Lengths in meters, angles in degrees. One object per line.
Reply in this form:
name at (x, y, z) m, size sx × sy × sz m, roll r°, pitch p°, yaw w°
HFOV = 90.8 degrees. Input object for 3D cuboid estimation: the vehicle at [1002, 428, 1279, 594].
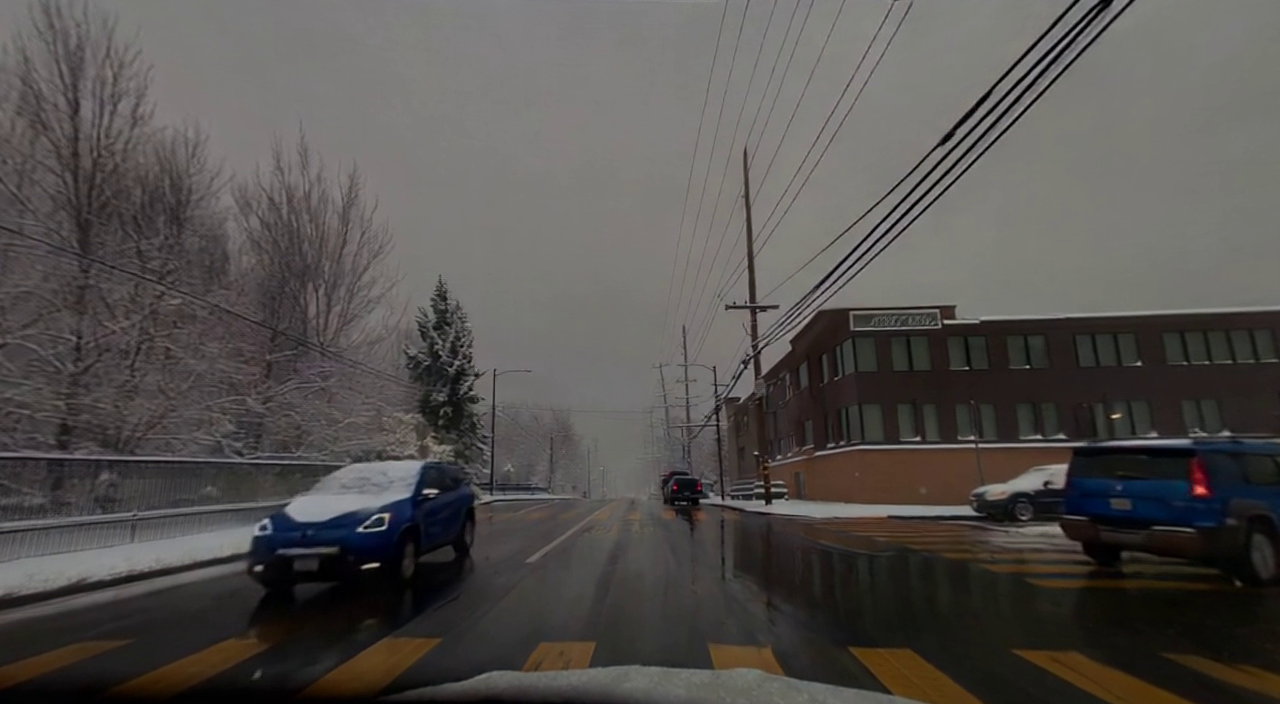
vehicle at (7.913, 2.016, 8.872) m, size 4.872 × 1.789 × 2.214 m, roll 3°, pitch -9°, yaw -21°

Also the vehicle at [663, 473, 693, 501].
vehicle at (2.822, 10.165, 47.850) m, size 1.953 × 1.774 × 5.008 m, roll 0°, pitch -8°, yaw -1°

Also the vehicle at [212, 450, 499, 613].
vehicle at (-3.288, 2.105, 8.371) m, size 1.911 × 1.563 × 4.057 m, roll 0°, pitch -8°, yaw 0°

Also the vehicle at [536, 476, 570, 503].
vehicle at (-6.631, 10.512, 48.438) m, size 1.913 × 1.682 × 4.365 m, roll 0°, pitch -8°, yaw 1°
